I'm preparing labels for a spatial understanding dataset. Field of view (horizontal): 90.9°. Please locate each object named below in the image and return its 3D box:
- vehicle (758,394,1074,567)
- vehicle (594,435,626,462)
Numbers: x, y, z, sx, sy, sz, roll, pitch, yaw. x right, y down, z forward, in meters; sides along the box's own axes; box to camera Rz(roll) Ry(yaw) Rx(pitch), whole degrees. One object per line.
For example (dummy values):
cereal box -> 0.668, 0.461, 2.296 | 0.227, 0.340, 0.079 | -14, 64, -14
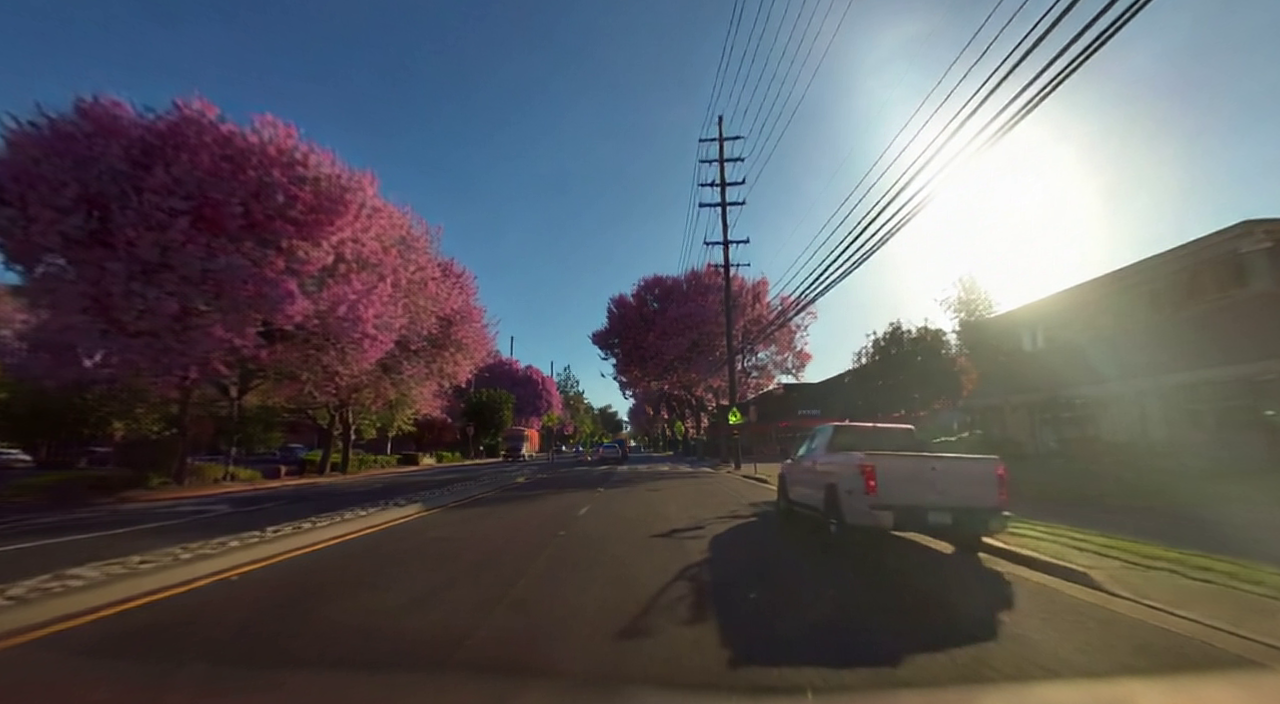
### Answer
vehicle -> 3.609, 1.850, 9.937 | 2.280, 1.904, 5.779 | 0, -8, -1
vehicle -> -2.251, 7.397, 48.296 | 2.202, 1.961, 4.980 | 0, -8, 0
